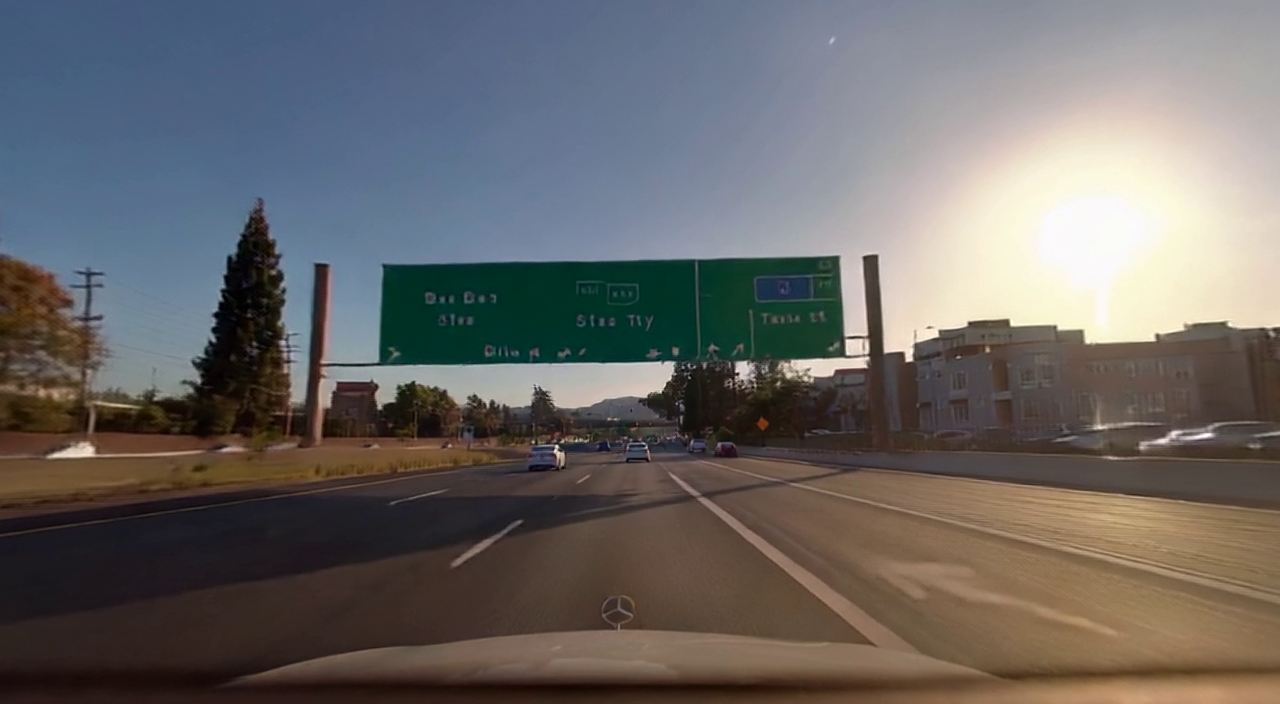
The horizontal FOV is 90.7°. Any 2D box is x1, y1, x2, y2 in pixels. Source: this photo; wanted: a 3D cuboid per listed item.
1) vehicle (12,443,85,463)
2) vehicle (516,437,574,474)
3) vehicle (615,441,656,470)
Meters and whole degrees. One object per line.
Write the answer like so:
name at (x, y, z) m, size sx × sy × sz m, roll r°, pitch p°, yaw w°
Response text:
vehicle at (-44.446, 7.604, 47.641) m, size 1.822 × 1.427 × 3.821 m, roll 0°, pitch -9°, yaw -2°
vehicle at (-4.732, 5.205, 32.081) m, size 2.260 × 1.706 × 4.177 m, roll -1°, pitch -9°, yaw 0°
vehicle at (-0.279, 5.775, 35.442) m, size 2.146 × 1.485 × 4.332 m, roll 0°, pitch -9°, yaw -1°
